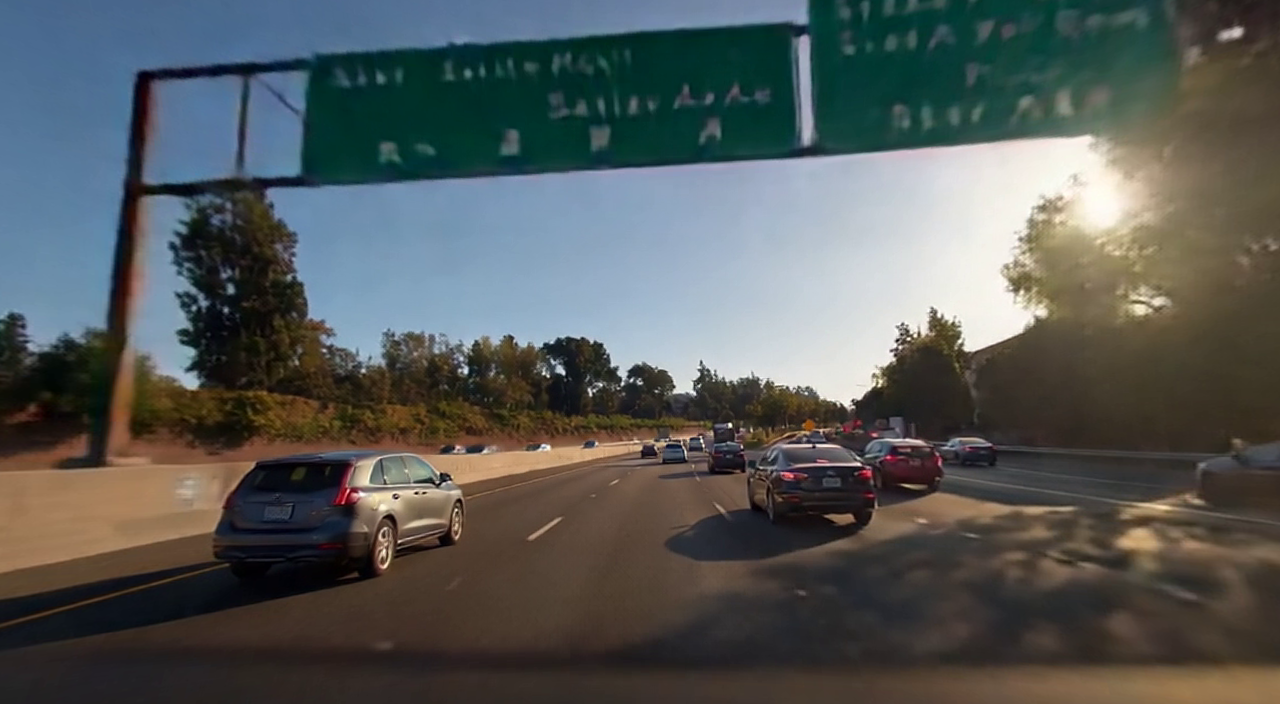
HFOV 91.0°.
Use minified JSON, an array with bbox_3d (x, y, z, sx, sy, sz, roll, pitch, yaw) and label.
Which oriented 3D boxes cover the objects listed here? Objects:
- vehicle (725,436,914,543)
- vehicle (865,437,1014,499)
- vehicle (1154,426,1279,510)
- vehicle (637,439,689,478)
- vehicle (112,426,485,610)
[{"bbox_3d":[2.846,2.293,11.205,2.009,1.489,4.559,0,-9,0],"label":"vehicle"},{"bbox_3d":[8.141,3.187,17.694,2.014,1.506,4.626,0,-9,2],"label":"vehicle"},{"bbox_3d":[12.925,2.253,12.296,1.976,1.548,4.687,-1,-9,4],"label":"vehicle"},{"bbox_3d":[1.076,4.756,28.359,2.201,1.614,3.803,-1,-9,3],"label":"vehicle"},{"bbox_3d":[-3.510,1.776,7.713,1.937,1.558,4.469,0,-9,2],"label":"vehicle"}]
